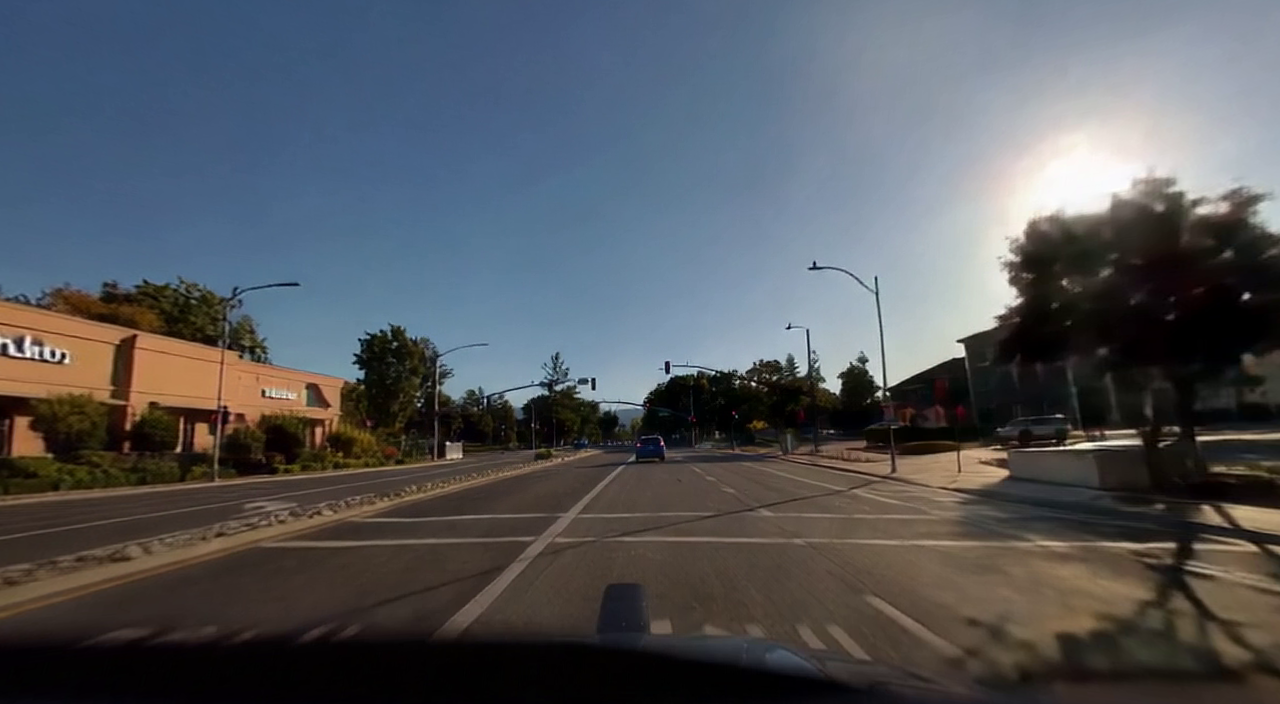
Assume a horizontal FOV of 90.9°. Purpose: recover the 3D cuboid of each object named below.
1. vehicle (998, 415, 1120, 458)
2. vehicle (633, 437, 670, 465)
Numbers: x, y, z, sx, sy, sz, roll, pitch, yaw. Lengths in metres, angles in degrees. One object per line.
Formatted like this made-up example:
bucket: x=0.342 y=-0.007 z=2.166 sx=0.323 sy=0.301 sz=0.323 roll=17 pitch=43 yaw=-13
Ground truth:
vehicle: x=23.667 y=4.887 z=36.133 sx=2.647 sy=2.185 sz=6.556 roll=-1 pitch=-8 yaw=2
vehicle: x=0.598 y=5.726 z=36.634 sx=2.028 sy=1.478 sz=4.545 roll=0 pitch=-8 yaw=-1
